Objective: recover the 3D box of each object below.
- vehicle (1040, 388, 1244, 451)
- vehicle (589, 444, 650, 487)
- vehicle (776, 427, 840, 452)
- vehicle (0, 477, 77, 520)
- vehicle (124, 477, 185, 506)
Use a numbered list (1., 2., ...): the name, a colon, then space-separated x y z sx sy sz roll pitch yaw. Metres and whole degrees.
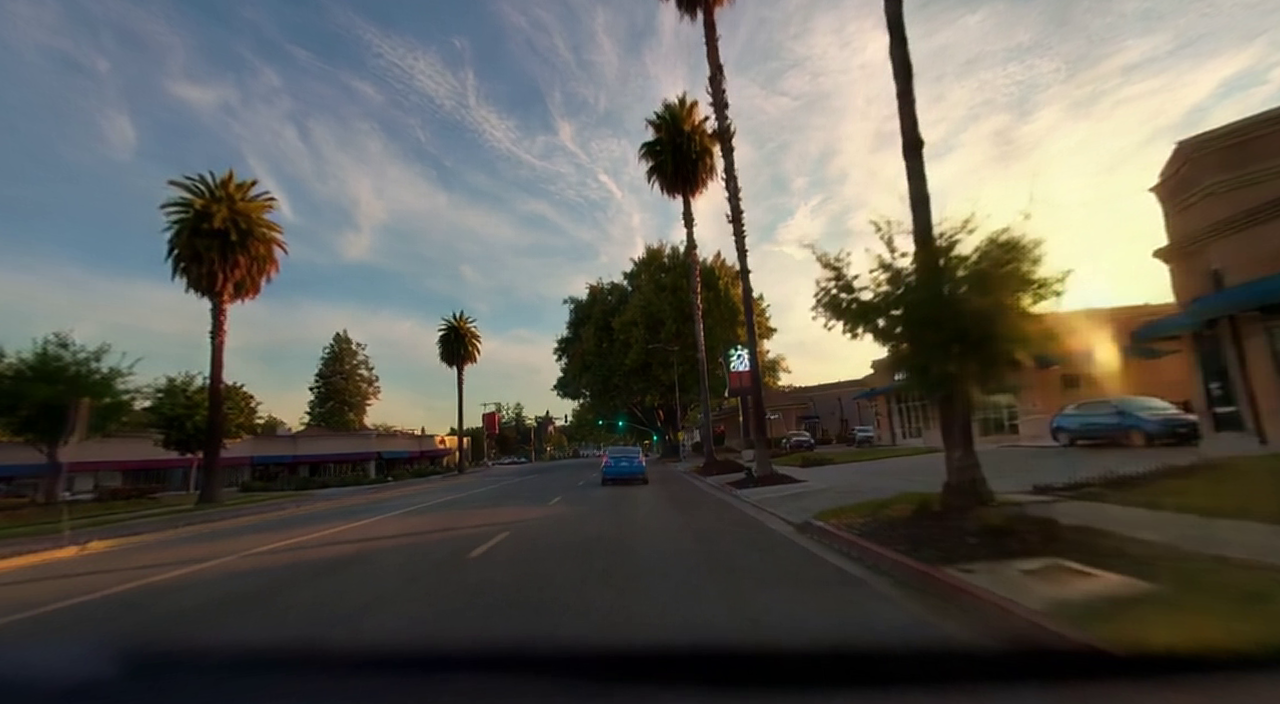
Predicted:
1. vehicle: 13.332 1.935 17.243 1.827 1.497 4.468 0 -8 -1
2. vehicle: -0.767 4.325 24.489 2.156 1.462 4.495 0 -8 -1
3. vehicle: 12.516 6.629 47.395 1.873 1.657 4.557 6 -12 -31
4. vehicle: -30.292 7.013 30.284 2.092 1.719 4.868 0 -8 0
5. vehicle: -31.668 9.049 41.296 1.791 1.511 4.030 2 -9 -17
